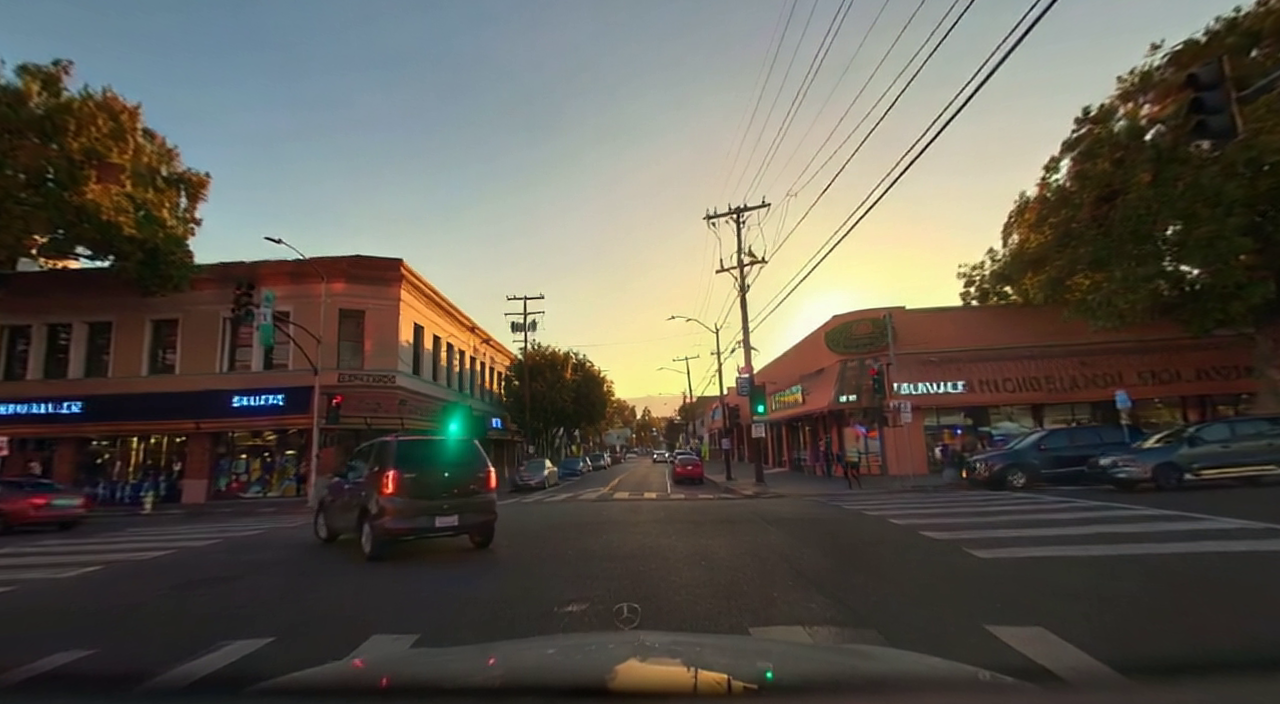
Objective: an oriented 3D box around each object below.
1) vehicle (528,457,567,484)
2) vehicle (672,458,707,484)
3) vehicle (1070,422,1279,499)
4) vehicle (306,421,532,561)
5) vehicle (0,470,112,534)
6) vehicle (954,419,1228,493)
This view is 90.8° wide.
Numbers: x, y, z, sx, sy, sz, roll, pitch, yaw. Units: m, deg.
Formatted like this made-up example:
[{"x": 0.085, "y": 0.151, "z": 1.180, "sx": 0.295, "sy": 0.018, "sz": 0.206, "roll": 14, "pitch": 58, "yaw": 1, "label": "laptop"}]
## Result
[{"x": -6.408, "y": 8.268, "z": 44.159, "sx": 2.044, "sy": 1.711, "sz": 4.048, "roll": 0, "pitch": -9, "yaw": 0, "label": "vehicle"}, {"x": 3.044, "y": 7.438, "z": 39.722, "sx": 2.062, "sy": 1.526, "sz": 3.989, "roll": 0, "pitch": -9, "yaw": 2, "label": "vehicle"}, {"x": 13.352, "y": 2.485, "z": 14.821, "sx": 4.815, "sy": 1.501, "sz": 2.157, "roll": -3, "pitch": -9, "yaw": 2, "label": "vehicle"}, {"x": -4.105, "y": 2.312, "z": 11.239, "sx": 2.440, "sy": 1.882, "sz": 4.611, "roll": 6, "pitch": -12, "yaw": -36, "label": "vehicle"}, {"x": -16.541, "y": 3.725, "z": 15.946, "sx": 4.666, "sy": 1.400, "sz": 2.050, "roll": -1, "pitch": -9, "yaw": 4, "label": "vehicle"}, {"x": 12.307, "y": 2.901, "z": 17.674, "sx": 5.716, "sy": 1.894, "sz": 2.433, "roll": 0, "pitch": -9, "yaw": 1, "label": "vehicle"}]
